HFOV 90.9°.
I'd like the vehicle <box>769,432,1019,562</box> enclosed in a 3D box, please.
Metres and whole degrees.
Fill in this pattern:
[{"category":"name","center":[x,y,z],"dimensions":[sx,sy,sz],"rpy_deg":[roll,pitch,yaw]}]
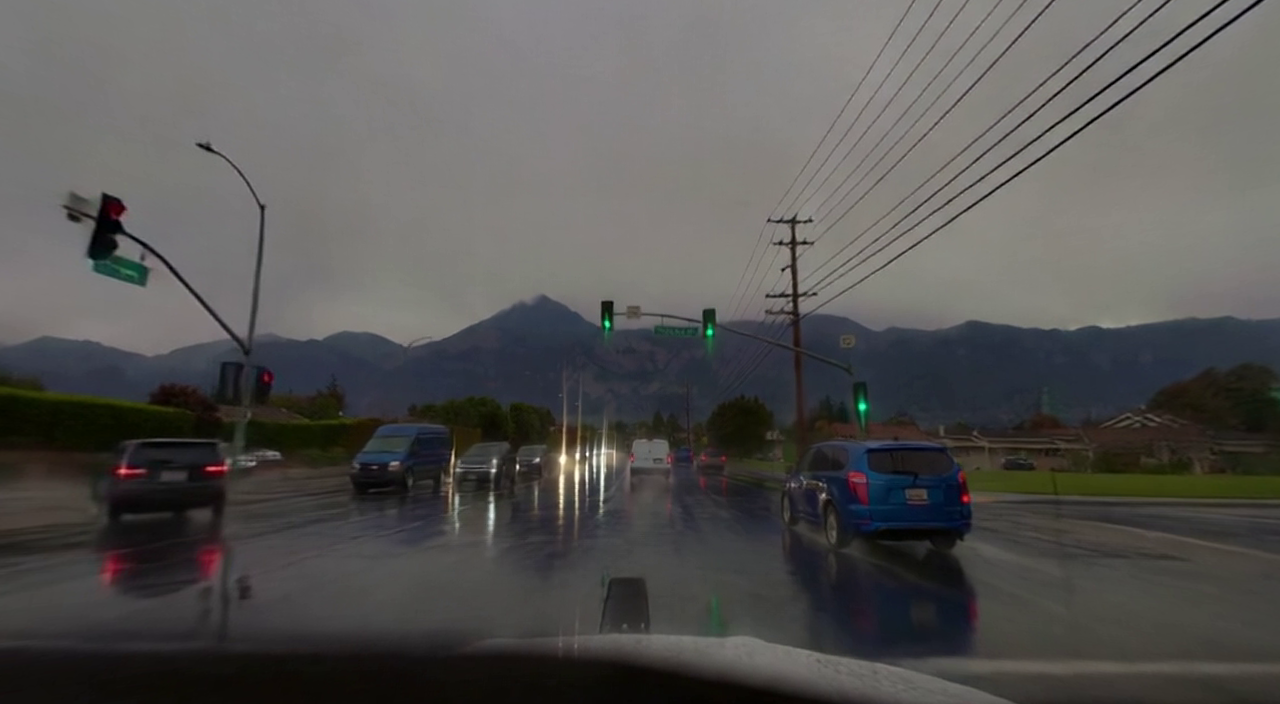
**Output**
[{"category":"vehicle","center":[3.800,2.241,10.620],"dimensions":[2.155,1.658,4.721],"rpy_deg":[0,-9,-1]}]

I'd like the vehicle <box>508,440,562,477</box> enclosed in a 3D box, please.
[{"category":"vehicle","center":[-5.705,5.849,34.870],"dimensions":[1.993,1.884,5.481],"rpy_deg":[0,-9,0]}]

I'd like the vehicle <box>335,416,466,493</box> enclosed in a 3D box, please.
[{"category":"vehicle","center":[-9.300,4.082,25.395],"dimensions":[2.725,2.710,6.304],"rpy_deg":[0,-8,0]}]

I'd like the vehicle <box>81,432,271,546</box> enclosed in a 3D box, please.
[{"category":"vehicle","center":[-9.024,2.474,12.112],"dimensions":[4.458,1.749,2.059],"rpy_deg":[-8,-12,43]}]

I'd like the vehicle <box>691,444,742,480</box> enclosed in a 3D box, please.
[{"category":"vehicle","center":[3.773,5.497,31.745],"dimensions":[1.957,1.646,4.355],"rpy_deg":[0,-8,-1]}]

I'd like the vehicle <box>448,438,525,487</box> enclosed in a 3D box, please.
[{"category":"vehicle","center":[-6.041,4.384,25.338],"dimensions":[1.983,1.801,4.391],"rpy_deg":[0,-8,0]}]

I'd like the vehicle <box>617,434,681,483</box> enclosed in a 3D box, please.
[{"category":"vehicle","center":[0.364,4.745,28.388],"dimensions":[2.636,2.011,5.130],"rpy_deg":[0,-9,0]}]
